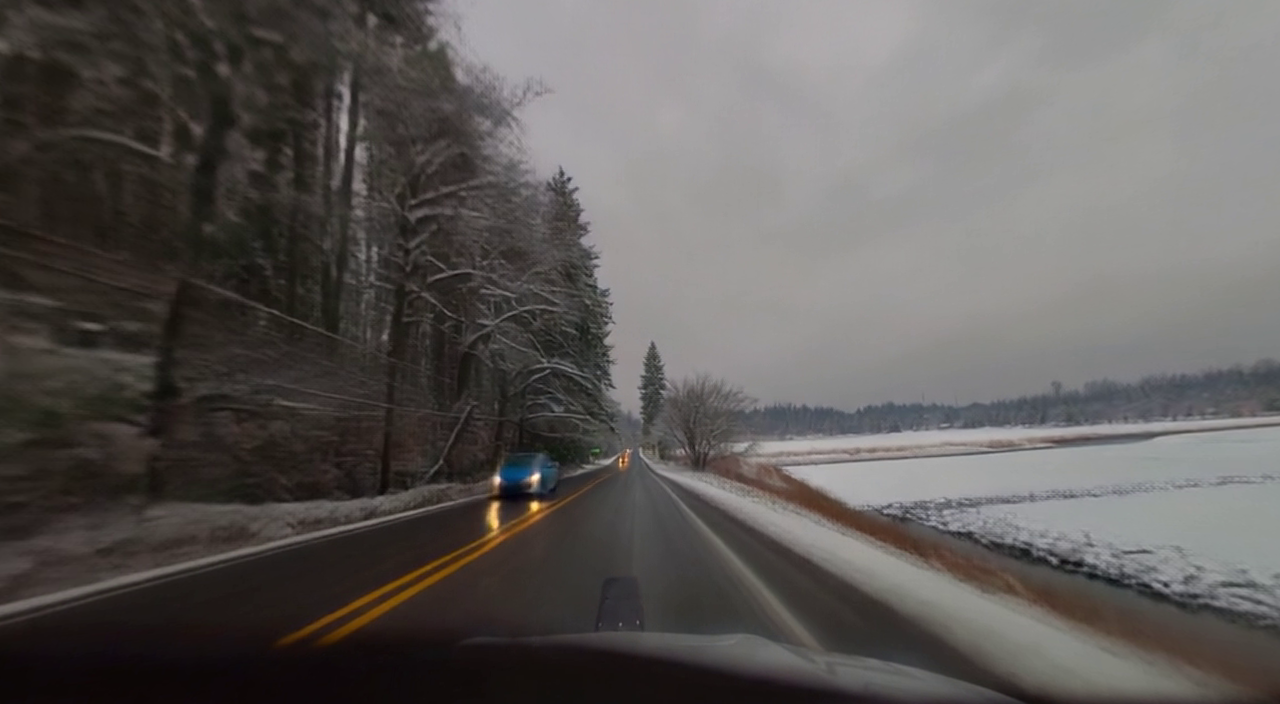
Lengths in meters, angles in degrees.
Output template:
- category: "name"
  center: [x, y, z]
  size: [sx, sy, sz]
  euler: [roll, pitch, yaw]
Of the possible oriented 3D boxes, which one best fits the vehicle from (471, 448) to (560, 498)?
- category: "vehicle"
  center: [-4.265, 4.217, 22.477]
  size: [2.179, 1.579, 4.637]
  euler: [0, -9, 1]
